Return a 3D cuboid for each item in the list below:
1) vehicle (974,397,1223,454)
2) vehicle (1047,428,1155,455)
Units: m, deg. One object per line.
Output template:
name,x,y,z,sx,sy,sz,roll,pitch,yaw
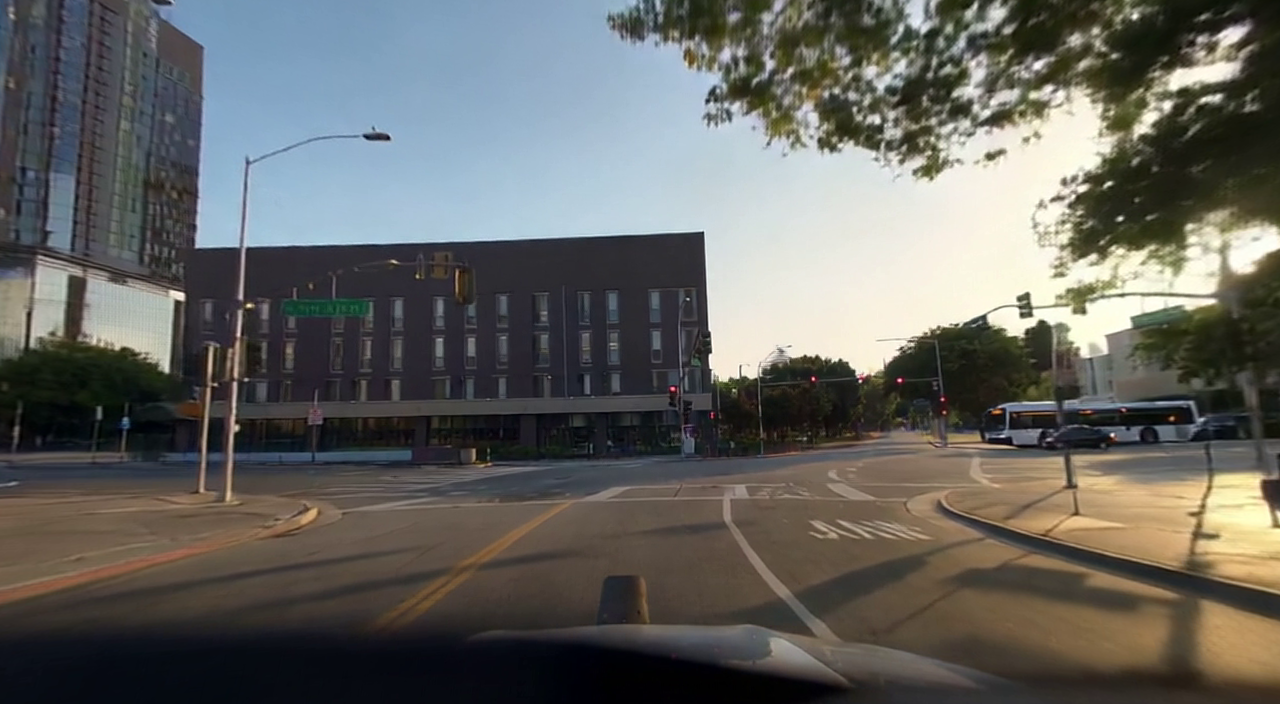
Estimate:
vehicle,27.873,4.567,38.574,12.822,3.296,3.033,0,-9,0
vehicle,25.374,4.943,34.656,4.538,1.461,1.805,0,-9,0
